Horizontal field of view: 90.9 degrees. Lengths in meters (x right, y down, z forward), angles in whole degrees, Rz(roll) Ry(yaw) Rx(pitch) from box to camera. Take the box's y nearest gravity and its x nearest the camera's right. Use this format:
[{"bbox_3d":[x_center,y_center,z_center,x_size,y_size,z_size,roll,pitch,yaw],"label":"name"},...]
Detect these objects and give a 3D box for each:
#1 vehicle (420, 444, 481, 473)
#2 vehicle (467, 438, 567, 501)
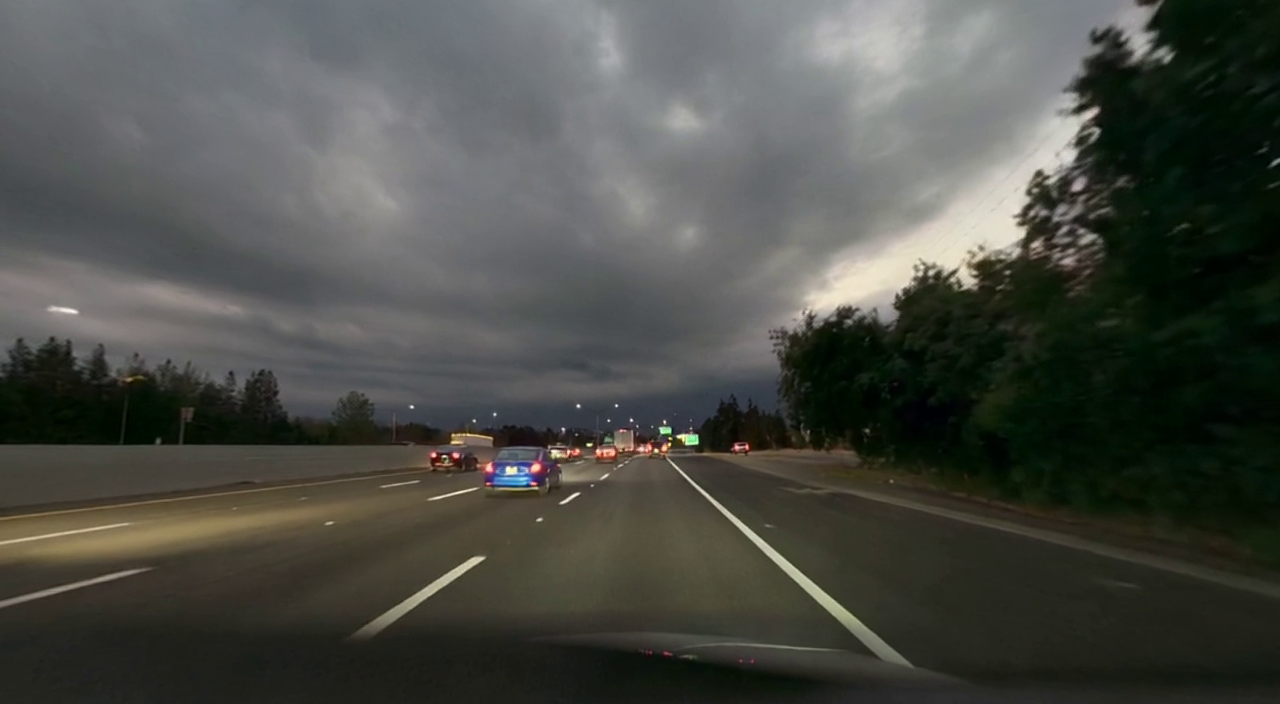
[{"bbox_3d":[-10.560,5.939,35.511,1.888,1.481,4.477,0,-8,2],"label":"vehicle"},{"bbox_3d":[-3.209,3.141,17.234,1.953,1.511,3.704,0,-8,1],"label":"vehicle"}]
